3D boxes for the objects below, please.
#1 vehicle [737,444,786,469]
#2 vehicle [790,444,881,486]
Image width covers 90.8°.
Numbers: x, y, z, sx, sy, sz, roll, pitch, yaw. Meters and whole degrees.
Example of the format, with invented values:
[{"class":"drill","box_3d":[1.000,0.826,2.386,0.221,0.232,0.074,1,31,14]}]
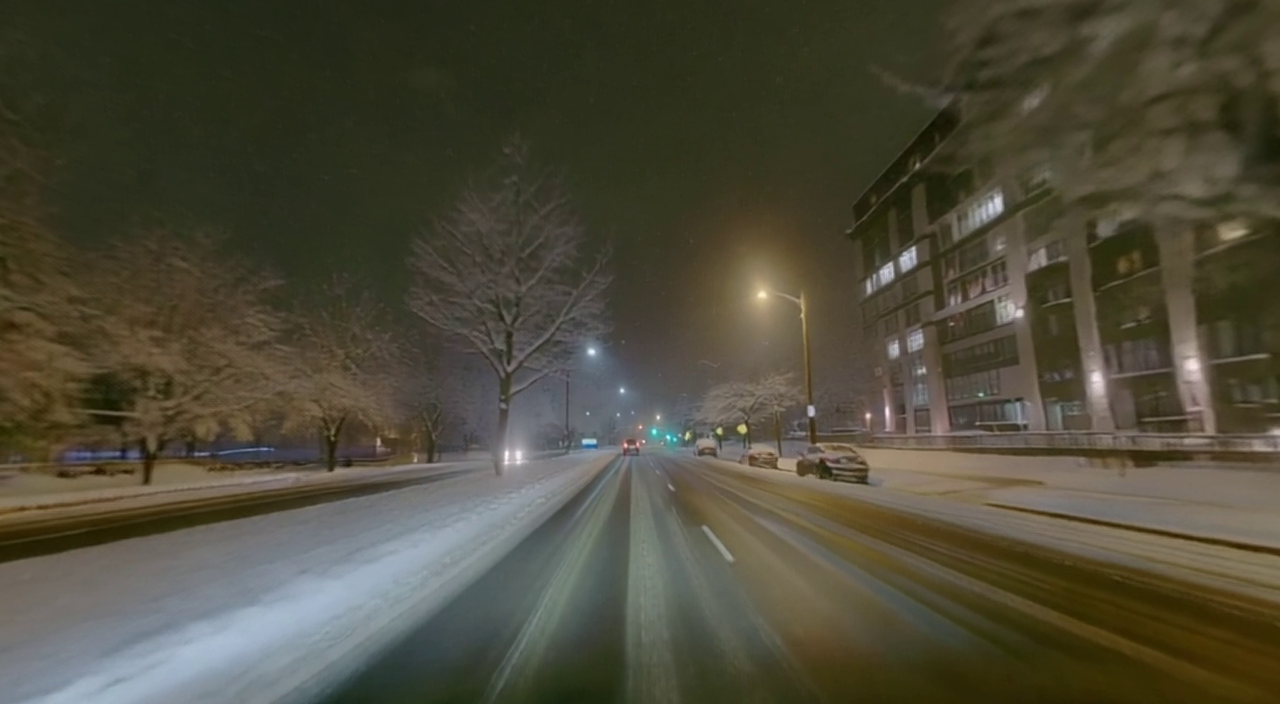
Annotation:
[{"class":"vehicle","box_3d":[7.428,6.434,39.110,2.024,1.447,4.665,0,-8,-1]},{"class":"vehicle","box_3d":[7.435,4.316,24.546,1.991,1.446,4.685,0,-8,-1]}]
